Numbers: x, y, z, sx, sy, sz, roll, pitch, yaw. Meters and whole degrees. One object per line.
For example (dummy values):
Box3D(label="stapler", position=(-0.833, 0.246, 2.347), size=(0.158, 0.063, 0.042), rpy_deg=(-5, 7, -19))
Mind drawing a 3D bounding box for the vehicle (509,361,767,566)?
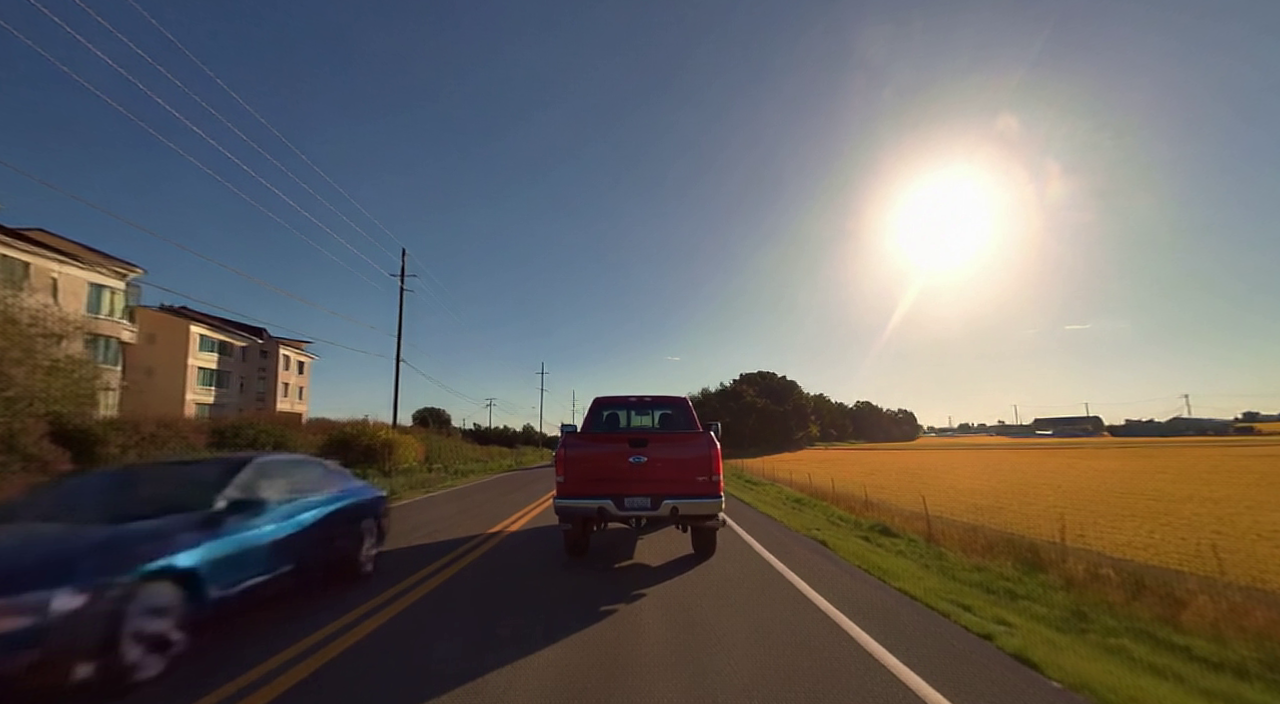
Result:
Box3D(label="vehicle", position=(-0.098, 1.795, 10.905), size=(2.912, 2.320, 7.292), rpy_deg=(0, -8, -1))

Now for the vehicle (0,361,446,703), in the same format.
Box3D(label="vehicle", position=(-3.759, 1.316, 5.490), size=(2.343, 1.727, 5.684), rpy_deg=(0, -8, 0))
